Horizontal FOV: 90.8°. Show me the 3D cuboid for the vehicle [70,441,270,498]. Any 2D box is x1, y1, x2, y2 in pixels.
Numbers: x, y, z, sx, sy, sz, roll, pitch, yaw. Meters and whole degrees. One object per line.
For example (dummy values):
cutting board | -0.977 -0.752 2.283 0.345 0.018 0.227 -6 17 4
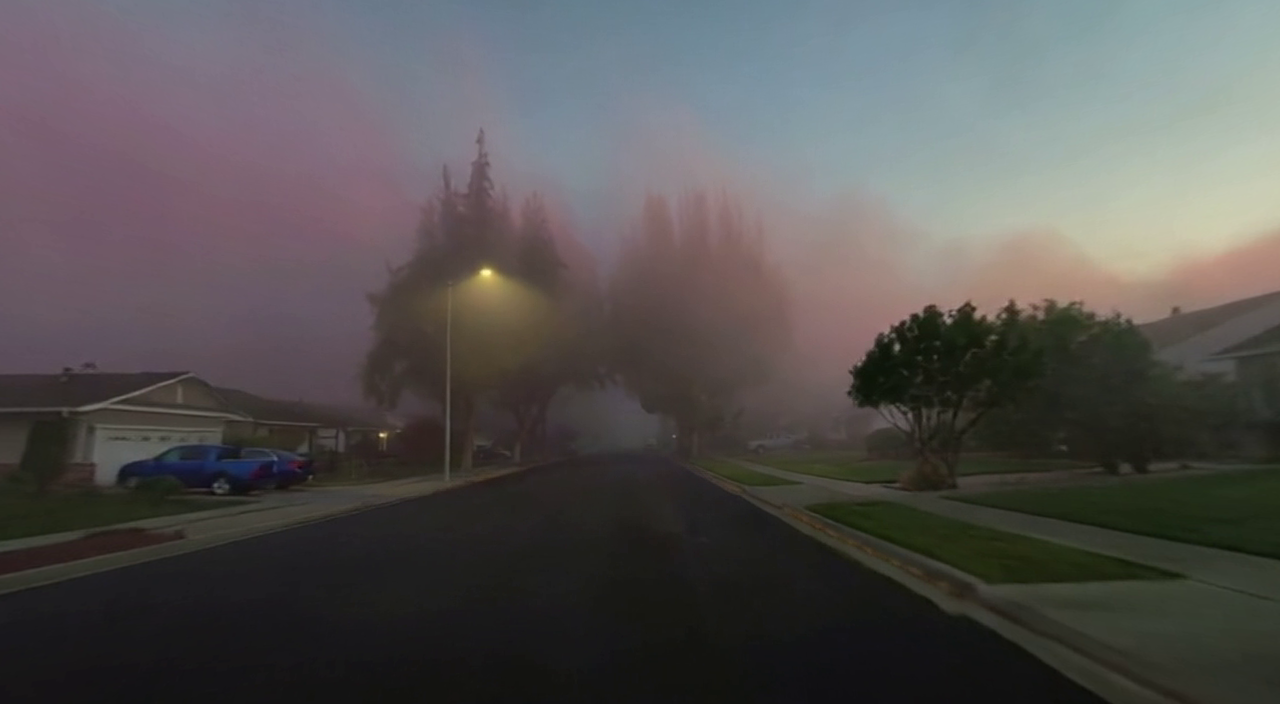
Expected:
vehicle | -15.138 3.778 20.587 4.830 1.725 2.116 0 -9 2
